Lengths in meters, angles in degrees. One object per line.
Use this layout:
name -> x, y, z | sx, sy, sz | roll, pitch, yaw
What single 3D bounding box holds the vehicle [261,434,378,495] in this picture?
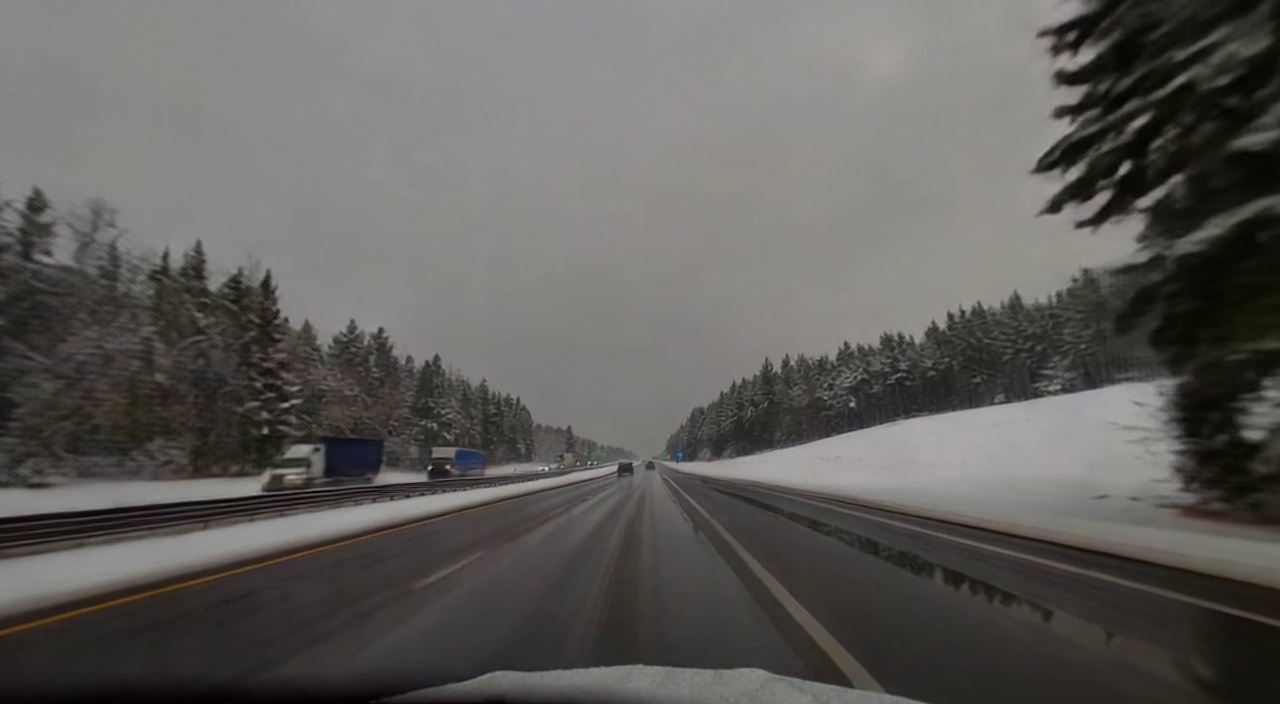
vehicle -> -23.020, 8.175, 46.207 | 2.973, 3.879, 10.225 | -1, -9, 1
